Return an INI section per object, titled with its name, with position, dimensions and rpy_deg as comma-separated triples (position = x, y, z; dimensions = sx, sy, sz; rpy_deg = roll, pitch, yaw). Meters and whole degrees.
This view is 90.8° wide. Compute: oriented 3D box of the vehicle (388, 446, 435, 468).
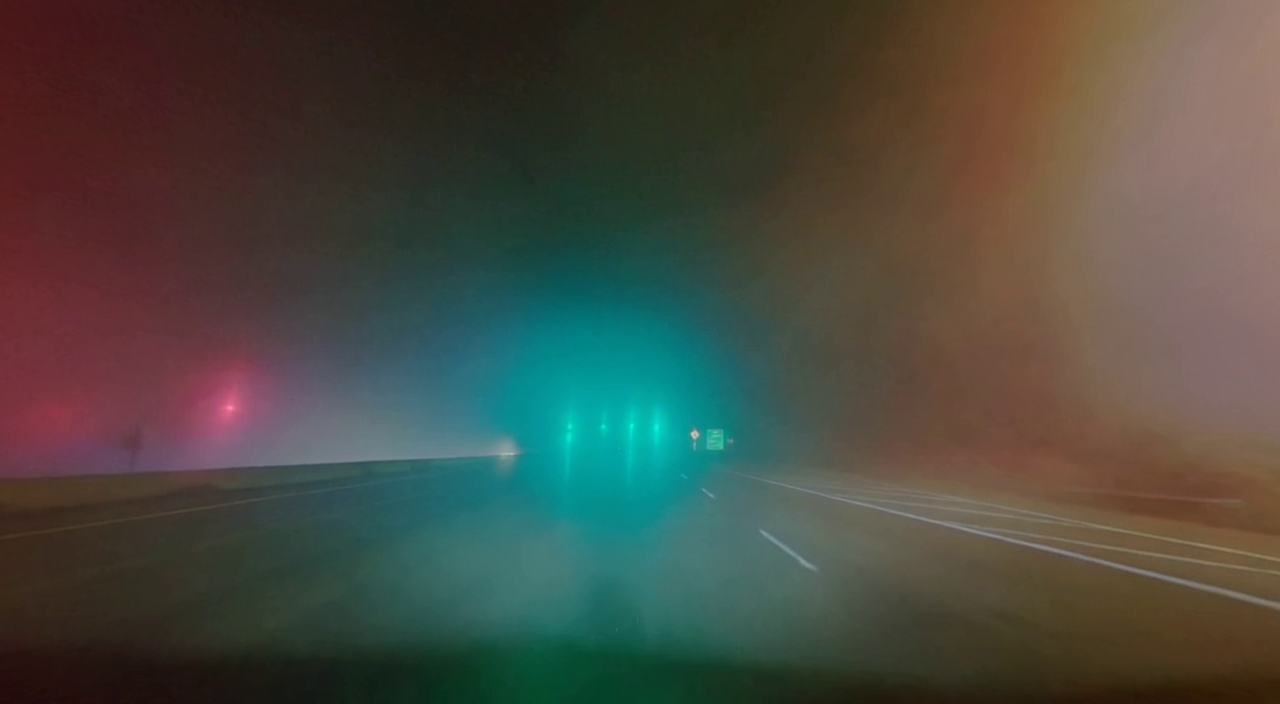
[vehicle]
position = -17.310, 7.962, 48.060
dimensions = 1.812, 1.583, 4.739
rpy_deg = 0, -8, 1
